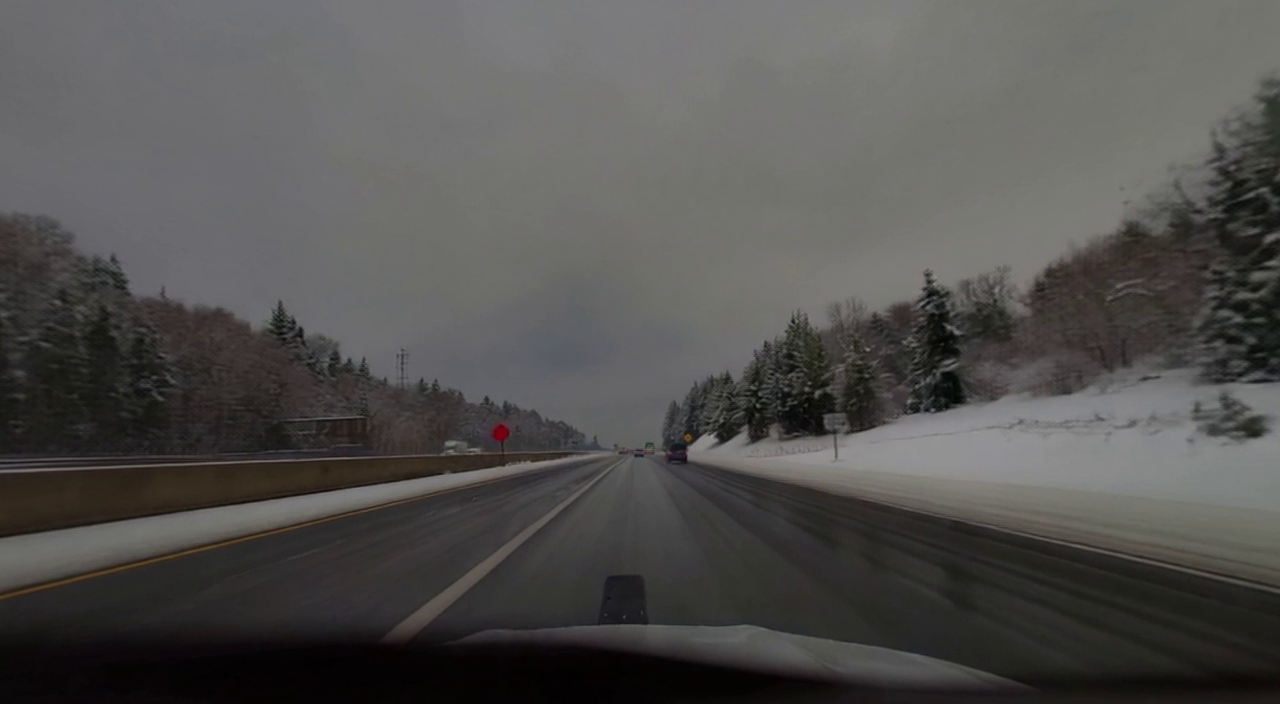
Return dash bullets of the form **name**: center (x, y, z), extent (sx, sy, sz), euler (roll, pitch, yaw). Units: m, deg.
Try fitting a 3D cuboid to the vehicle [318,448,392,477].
- **vehicle**: center (-15.642, 6.075, 34.911), extent (1.903, 1.486, 4.666), euler (0, -9, 1)
